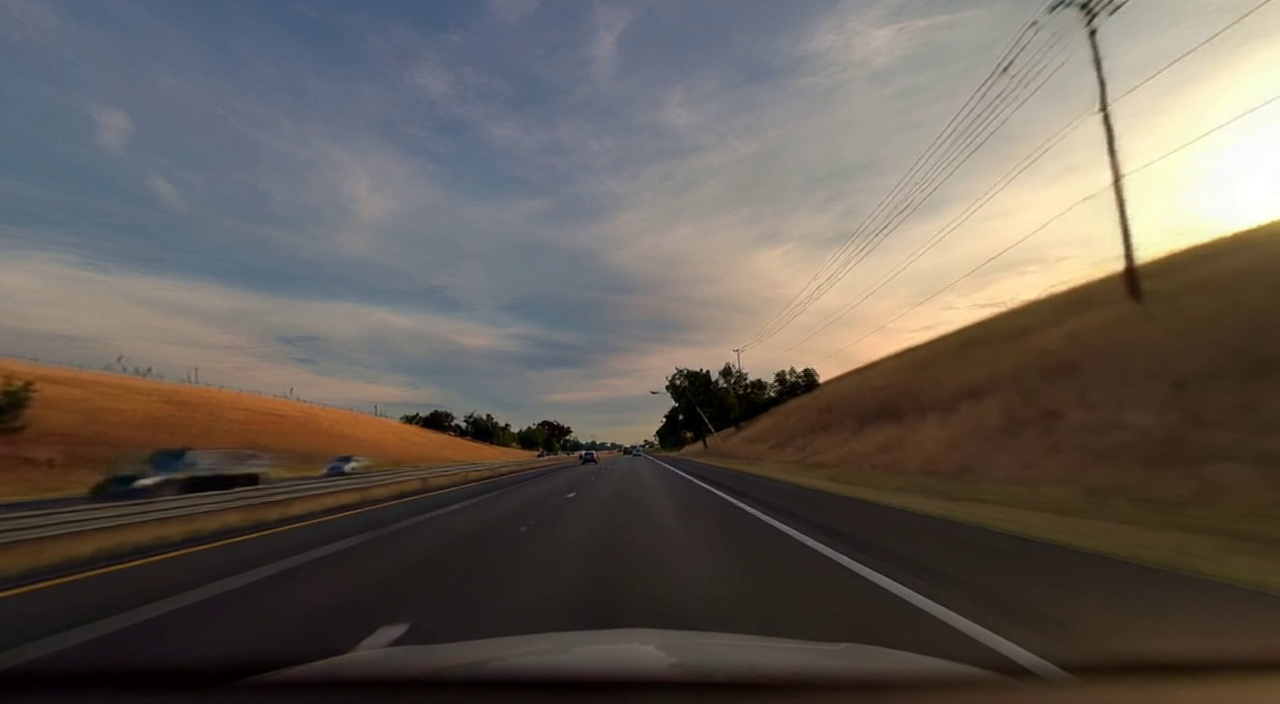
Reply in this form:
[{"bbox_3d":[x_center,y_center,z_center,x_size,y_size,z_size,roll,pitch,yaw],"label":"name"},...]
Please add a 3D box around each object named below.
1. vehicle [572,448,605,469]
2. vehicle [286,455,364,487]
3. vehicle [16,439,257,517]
[{"bbox_3d":[-3.858,8.102,47.780,2.123,1.545,4.404,0,-9,0],"label":"vehicle"},{"bbox_3d":[-16.702,6.326,33.549,1.838,1.504,4.574,0,-9,-1],"label":"vehicle"},{"bbox_3d":[-12.945,3.252,16.758,2.100,1.724,5.195,0,-9,0],"label":"vehicle"}]
